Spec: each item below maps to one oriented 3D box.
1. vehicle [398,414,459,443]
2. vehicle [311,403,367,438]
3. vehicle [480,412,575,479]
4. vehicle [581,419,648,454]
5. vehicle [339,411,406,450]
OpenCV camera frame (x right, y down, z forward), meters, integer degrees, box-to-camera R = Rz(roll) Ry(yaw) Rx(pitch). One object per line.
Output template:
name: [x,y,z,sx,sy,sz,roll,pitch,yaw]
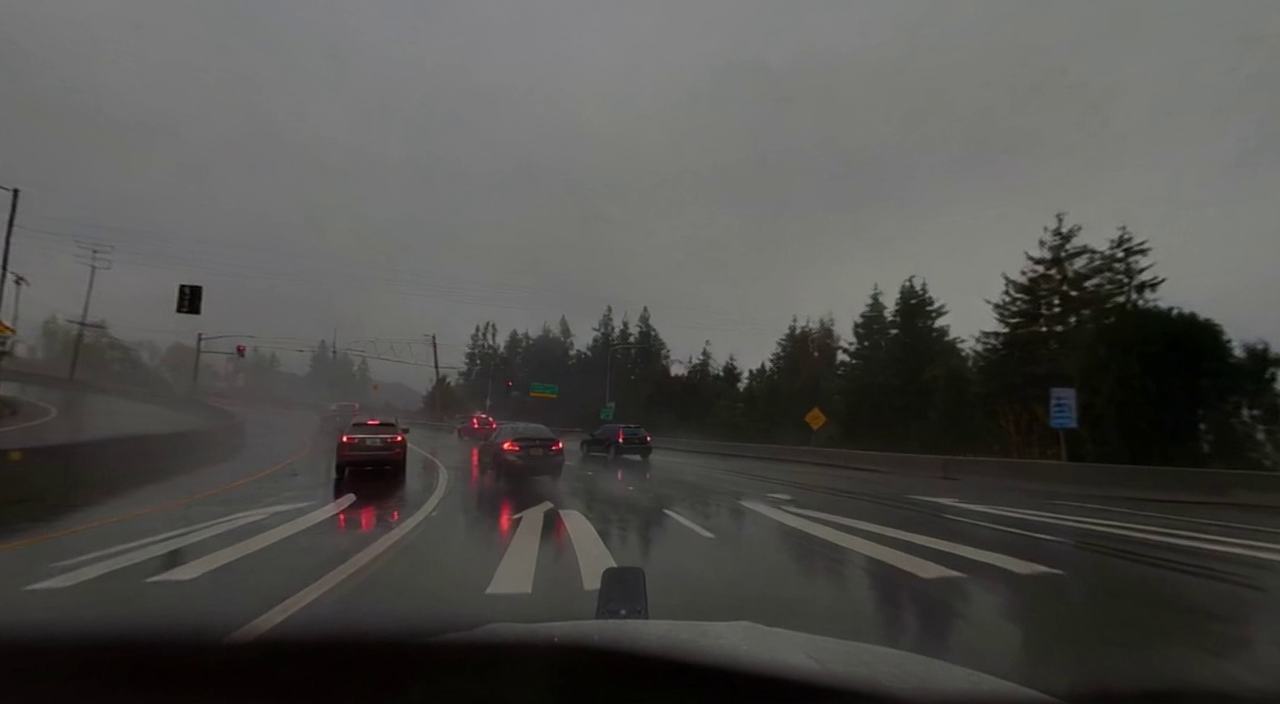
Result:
vehicle: [-11.803,4.305,35.019,1.832,1.473,4.364,6,-11,-37]
vehicle: [-16.544,3.809,34.543,2.076,1.747,4.285,6,-10,-33]
vehicle: [-3.454,2.766,18.673,2.140,1.724,4.304,3,-9,-18]
vehicle: [-1.567,4.892,36.222,2.079,1.807,4.682,4,-9,-27]
vehicle: [-11.686,3.464,27.364,2.033,1.501,4.623,5,-10,-29]
